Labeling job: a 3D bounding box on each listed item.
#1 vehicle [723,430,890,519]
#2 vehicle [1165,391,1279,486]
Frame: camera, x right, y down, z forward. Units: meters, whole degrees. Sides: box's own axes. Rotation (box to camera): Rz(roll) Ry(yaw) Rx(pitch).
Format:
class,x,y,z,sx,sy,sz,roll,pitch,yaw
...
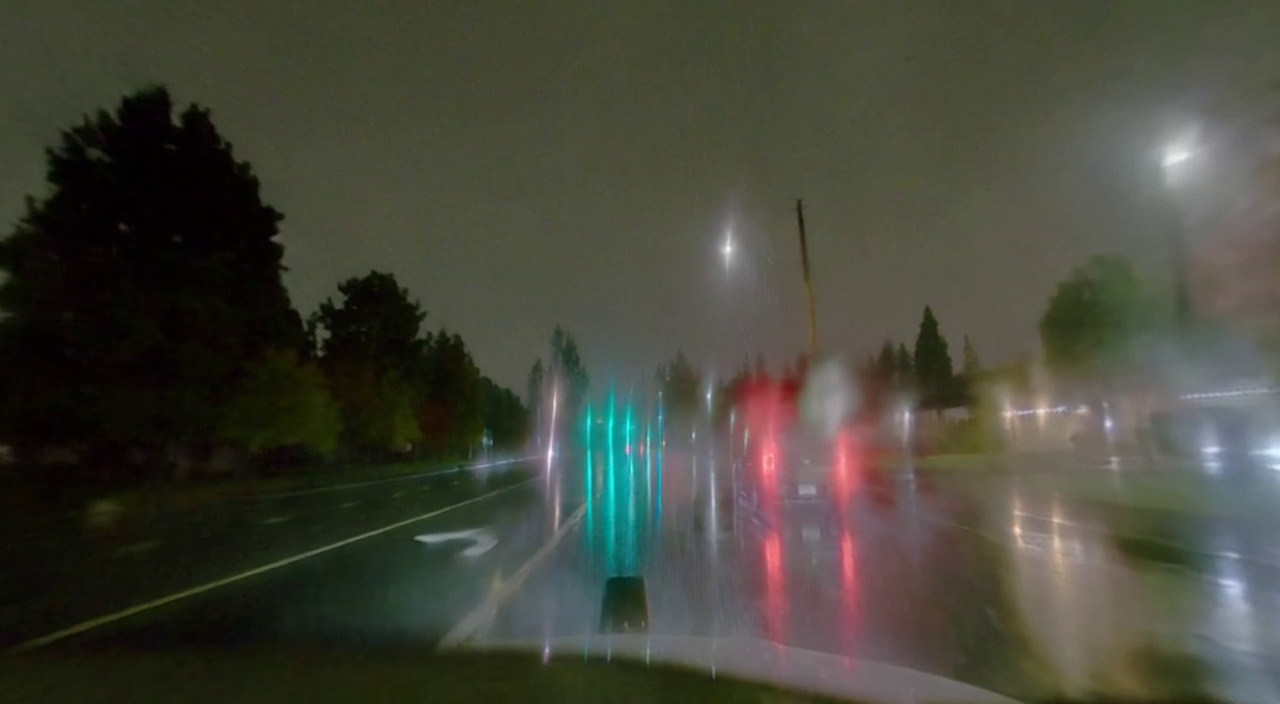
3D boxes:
class,x,y,z,sx,sy,sz,roll,pitch,yaw
vehicle,3.093,2.384,12.823,2.134,1.476,4.327,0,-8,-1
vehicle,14.355,1.806,13.180,4.788,1.815,2.114,0,-8,0
